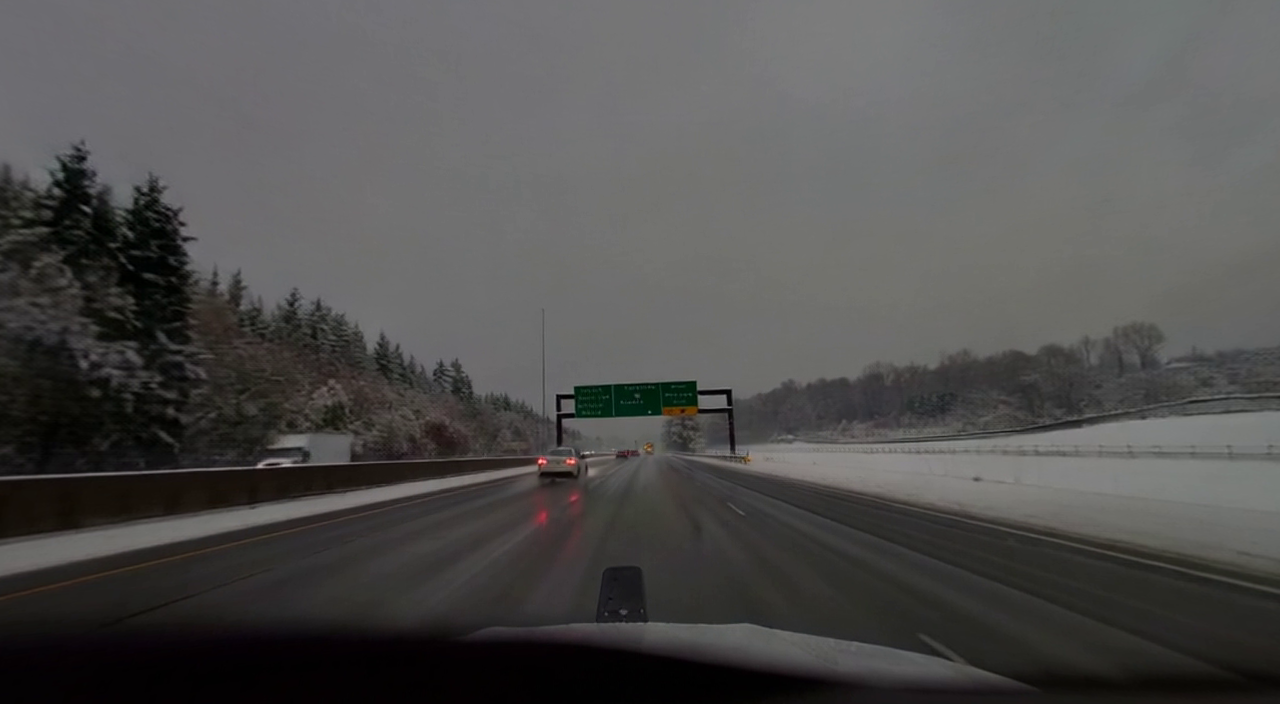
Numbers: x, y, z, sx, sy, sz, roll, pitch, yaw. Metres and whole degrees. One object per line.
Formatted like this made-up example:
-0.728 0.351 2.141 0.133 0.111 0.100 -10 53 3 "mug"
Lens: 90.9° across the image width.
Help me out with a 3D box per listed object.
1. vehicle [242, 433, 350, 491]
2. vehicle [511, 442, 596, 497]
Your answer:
-16.998 5.437 31.542 2.336 2.601 5.237 0 -9 1 "vehicle"
-2.616 3.681 20.034 1.936 1.545 4.116 -1 -9 3 "vehicle"
